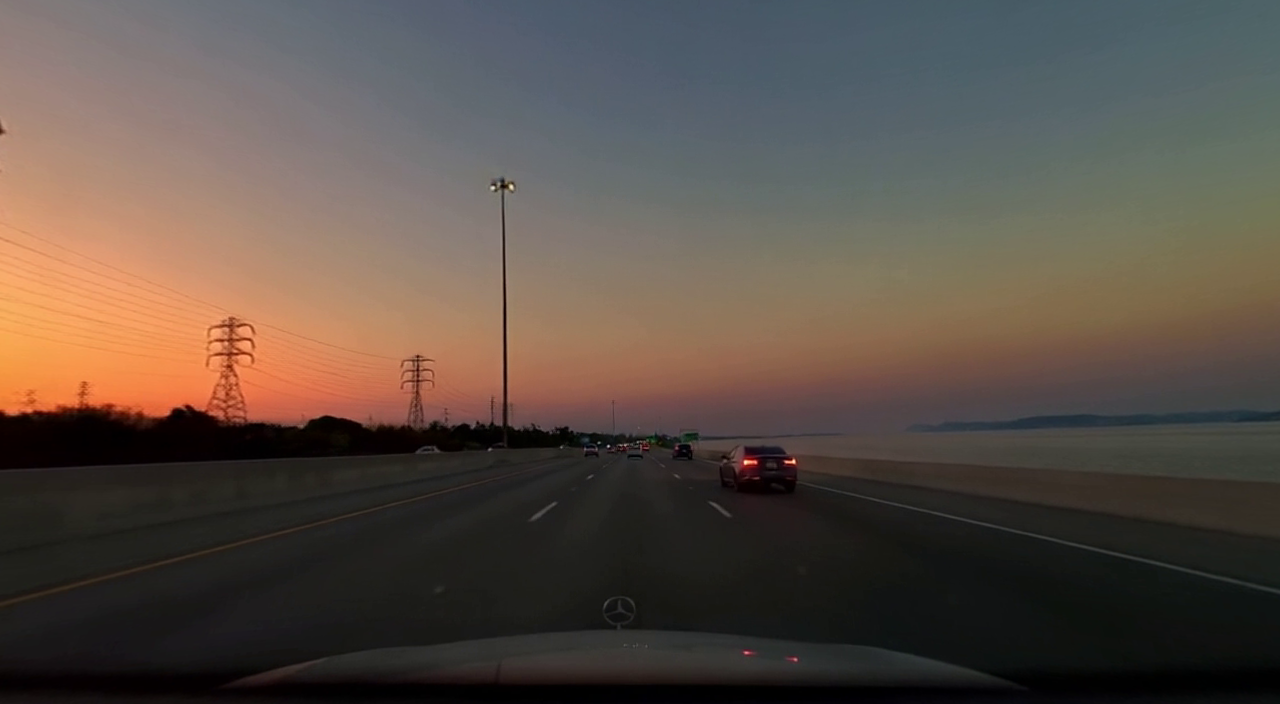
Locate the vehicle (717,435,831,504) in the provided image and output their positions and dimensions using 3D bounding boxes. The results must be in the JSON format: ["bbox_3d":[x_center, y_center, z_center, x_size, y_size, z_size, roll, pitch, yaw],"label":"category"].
[{"bbox_3d":[3.206,2.906,16.096,1.890,1.490,4.373,0,-8,-1],"label":"vehicle"}]

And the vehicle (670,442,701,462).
[{"bbox_3d":[3.542,7.835,49.669,2.000,1.533,4.438,0,-8,-1],"label":"vehicle"}]
